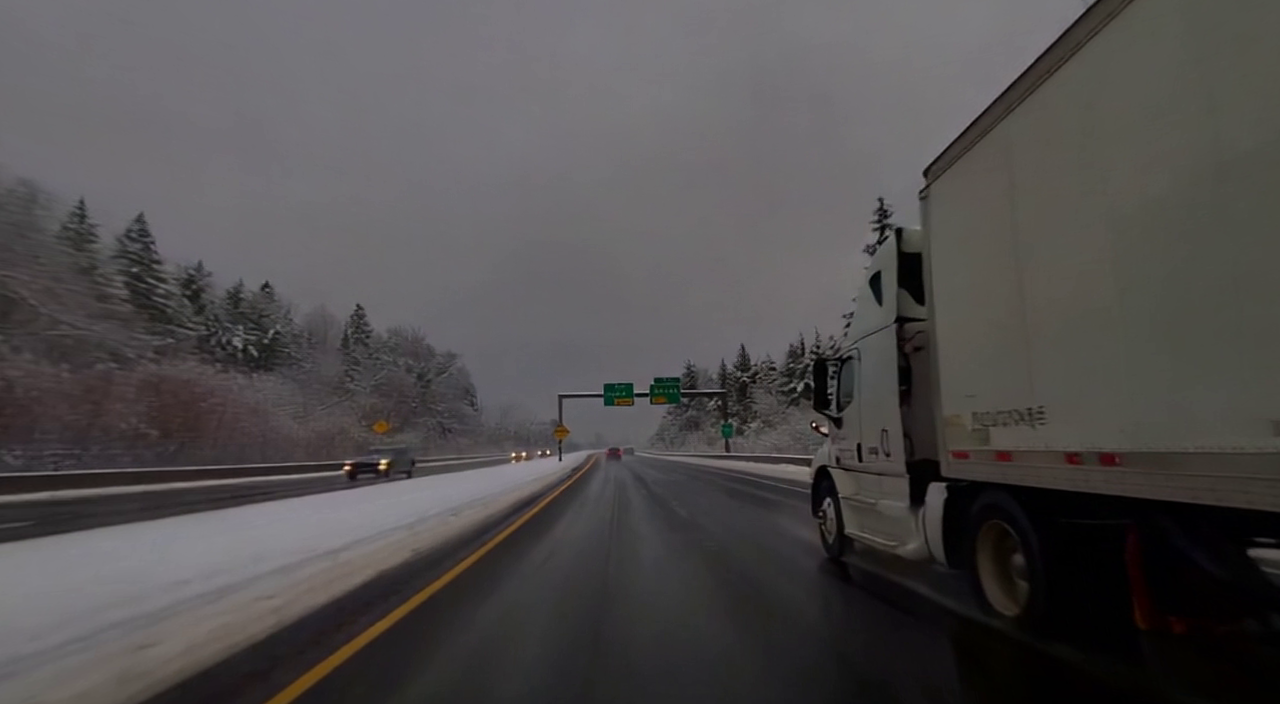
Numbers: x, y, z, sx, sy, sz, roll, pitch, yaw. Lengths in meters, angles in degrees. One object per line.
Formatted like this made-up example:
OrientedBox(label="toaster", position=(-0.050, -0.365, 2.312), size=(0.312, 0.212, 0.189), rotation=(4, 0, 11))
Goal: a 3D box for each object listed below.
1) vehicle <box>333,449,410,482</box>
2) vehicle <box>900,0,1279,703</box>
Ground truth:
OrientedBox(label="vehicle", position=(-13.010, 5.488, 30.683), size=(1.815, 1.471, 4.333), rotation=(0, -9, 0))
OrientedBox(label="vehicle", position=(4.282, -0.539, 0.970), size=(3.016, 3.971, 10.405), rotation=(0, -9, -1))
